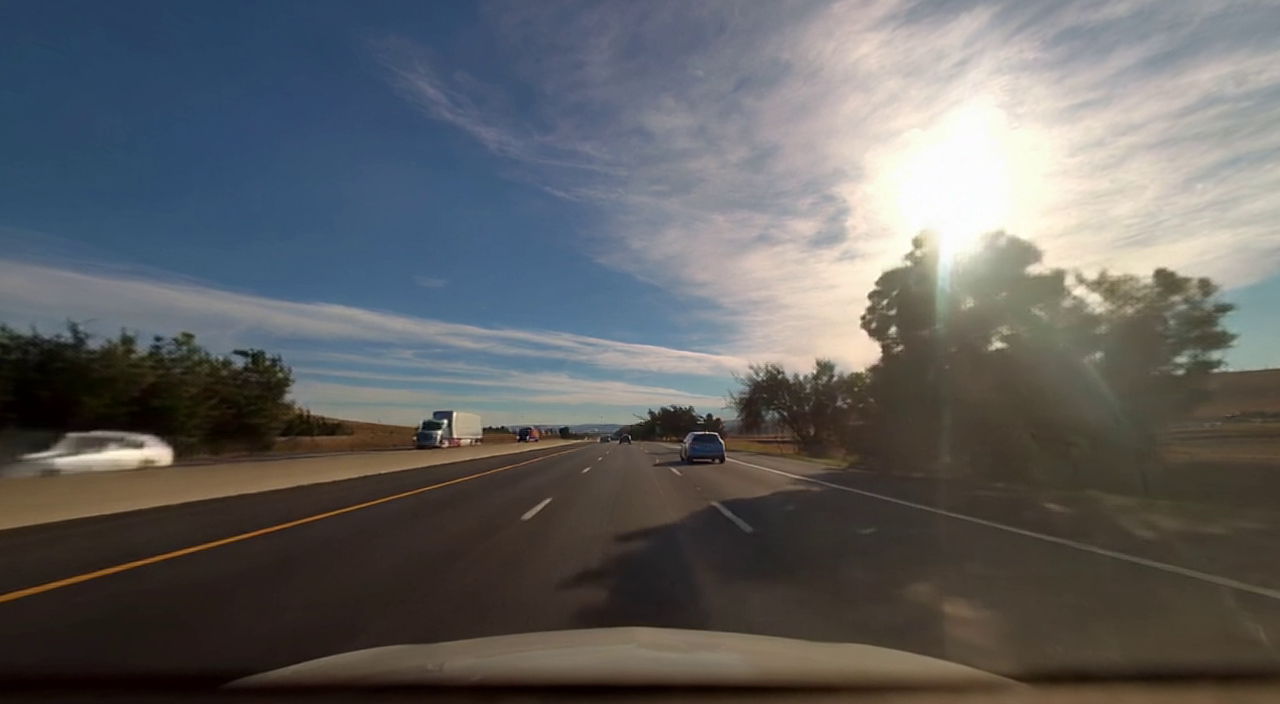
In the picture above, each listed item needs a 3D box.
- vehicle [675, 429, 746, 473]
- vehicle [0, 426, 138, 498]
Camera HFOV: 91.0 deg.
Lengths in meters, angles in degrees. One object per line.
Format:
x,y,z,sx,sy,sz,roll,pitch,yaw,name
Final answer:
2.835,4.109,26.364,2.349,1.651,4.161,0,-8,-2,vehicle
-16.464,2.951,17.231,2.070,1.716,4.121,0,-8,-1,vehicle
